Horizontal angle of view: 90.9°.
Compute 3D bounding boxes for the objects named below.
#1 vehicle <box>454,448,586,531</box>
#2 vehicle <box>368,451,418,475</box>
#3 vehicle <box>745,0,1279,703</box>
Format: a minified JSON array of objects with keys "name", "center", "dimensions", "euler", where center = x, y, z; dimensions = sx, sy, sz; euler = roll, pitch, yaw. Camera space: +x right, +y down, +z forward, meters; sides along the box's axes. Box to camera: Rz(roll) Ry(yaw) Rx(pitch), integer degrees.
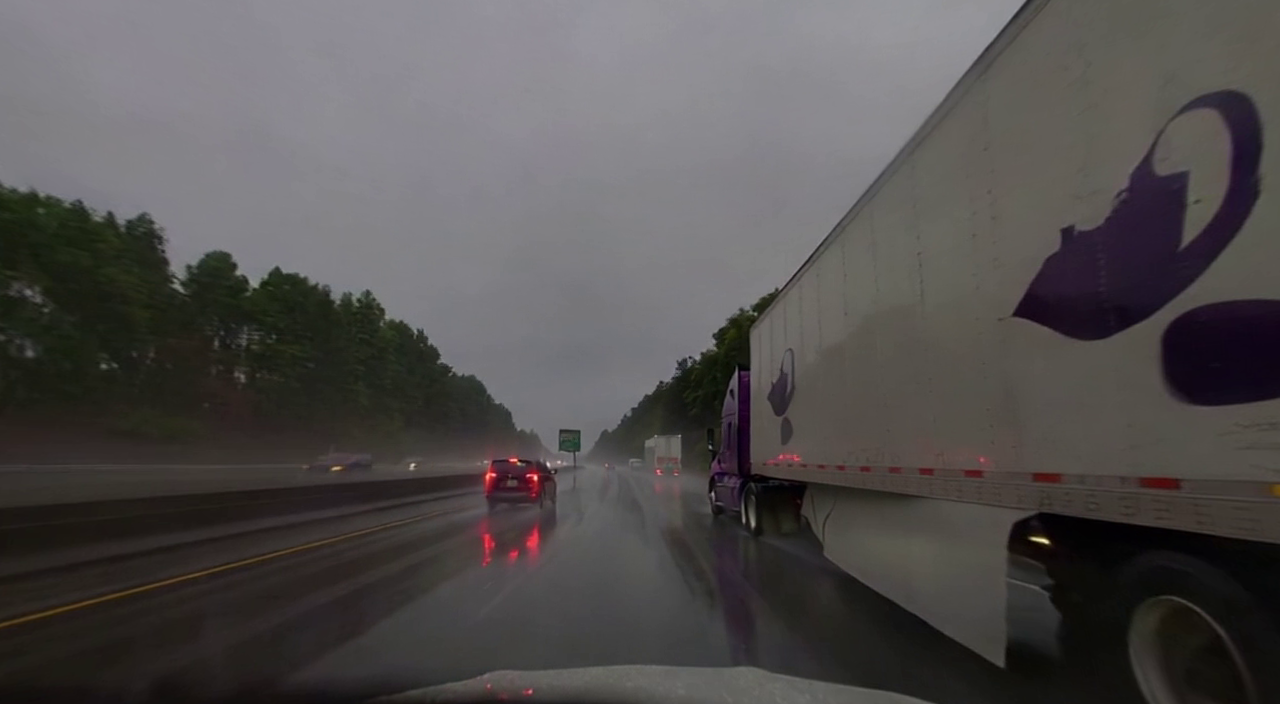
[{"name":"vehicle","center":[-2.603,3.183,15.021],"dimensions":[2.010,1.580,4.949],"euler":[0,-10,2]},{"name":"vehicle","center":[-16.621,7.537,42.635],"dimensions":[1.797,1.497,3.967],"euler":[1,-10,-1]},{"name":"vehicle","center":[3.818,0.598,6.798],"dimensions":[2.856,4.040,14.009],"euler":[1,-10,-1]}]
